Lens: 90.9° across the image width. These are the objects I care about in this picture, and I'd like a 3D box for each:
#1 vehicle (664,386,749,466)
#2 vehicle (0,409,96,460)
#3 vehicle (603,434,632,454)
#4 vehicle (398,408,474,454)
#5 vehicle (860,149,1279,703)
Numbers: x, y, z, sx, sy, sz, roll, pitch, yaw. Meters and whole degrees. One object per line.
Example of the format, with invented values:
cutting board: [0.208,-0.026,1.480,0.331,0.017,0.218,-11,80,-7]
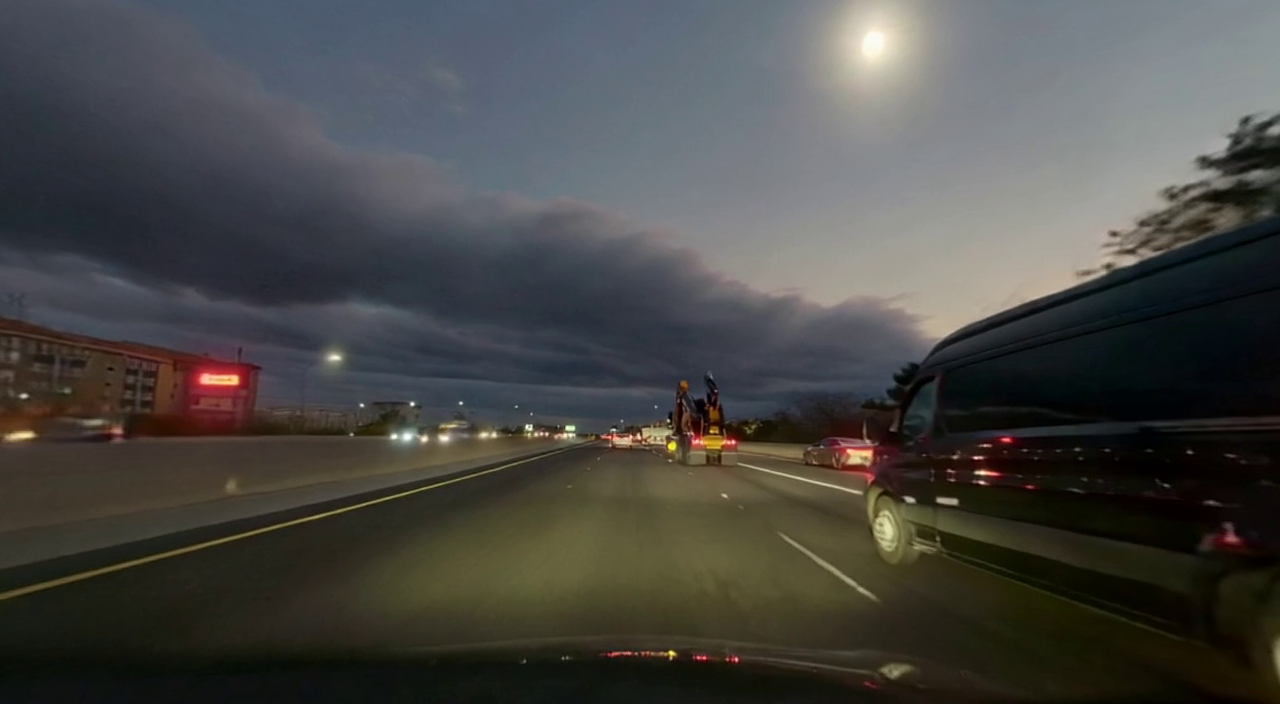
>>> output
vehicle: [3.328,4.171,34.726,2.912,3.738,10.123,1,-8,-4]
vehicle: [-21.923,2.902,22.081,1.914,1.637,4.353,0,-8,-3]
vehicle: [-1.786,7.286,49.815,2.217,1.502,4.222,1,-8,-3]
vehicle: [-12.162,4.814,38.263,2.330,2.491,7.401,0,-8,-2]
vehicle: [3.714,0.646,3.942,2.386,2.509,5.880,0,-8,-2]
